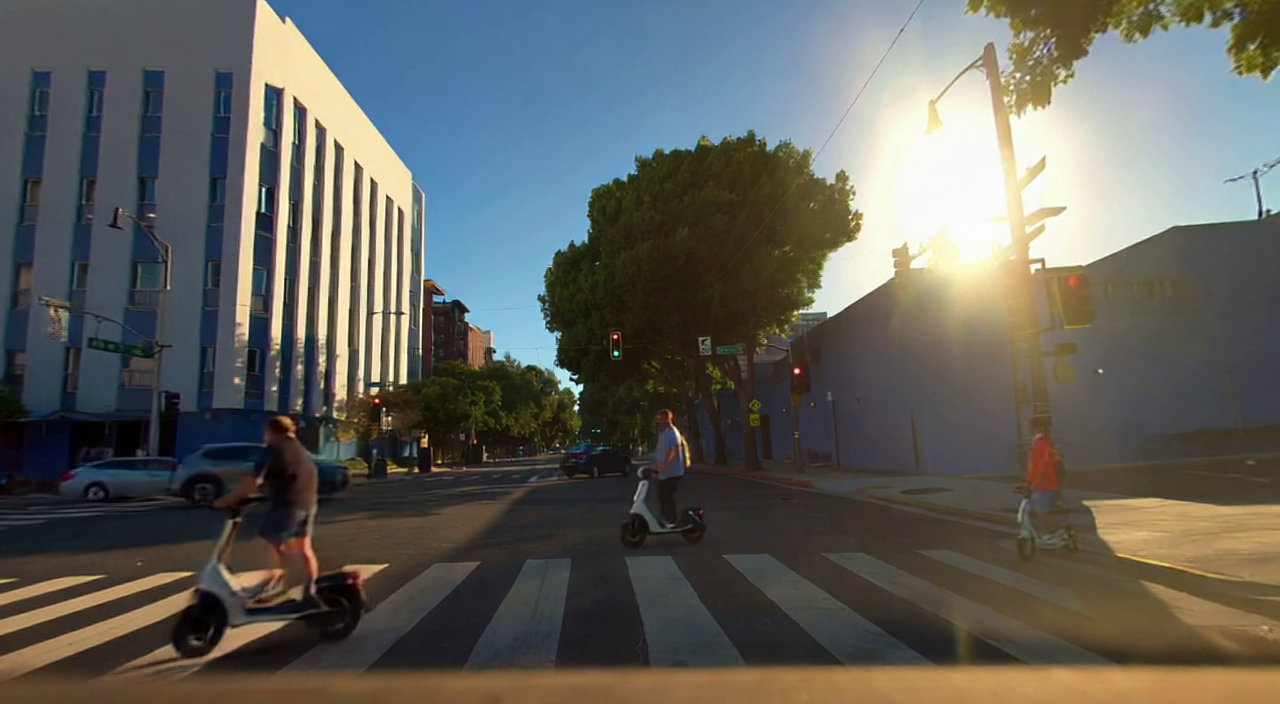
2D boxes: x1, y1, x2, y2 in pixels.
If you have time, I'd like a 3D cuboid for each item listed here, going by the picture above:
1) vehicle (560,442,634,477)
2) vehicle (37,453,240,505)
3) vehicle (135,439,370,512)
[{"bbox_3d":[-2.078,5.414,32.126,2.051,1.616,4.641,-3,-9,20],"label":"vehicle"},{"bbox_3d":[-15.635,3.949,19.985,4.485,1.463,2.075,1,-9,-9],"label":"vehicle"},{"bbox_3d":[-10.016,3.200,16.824,4.802,1.724,2.122,2,-9,-13],"label":"vehicle"}]
